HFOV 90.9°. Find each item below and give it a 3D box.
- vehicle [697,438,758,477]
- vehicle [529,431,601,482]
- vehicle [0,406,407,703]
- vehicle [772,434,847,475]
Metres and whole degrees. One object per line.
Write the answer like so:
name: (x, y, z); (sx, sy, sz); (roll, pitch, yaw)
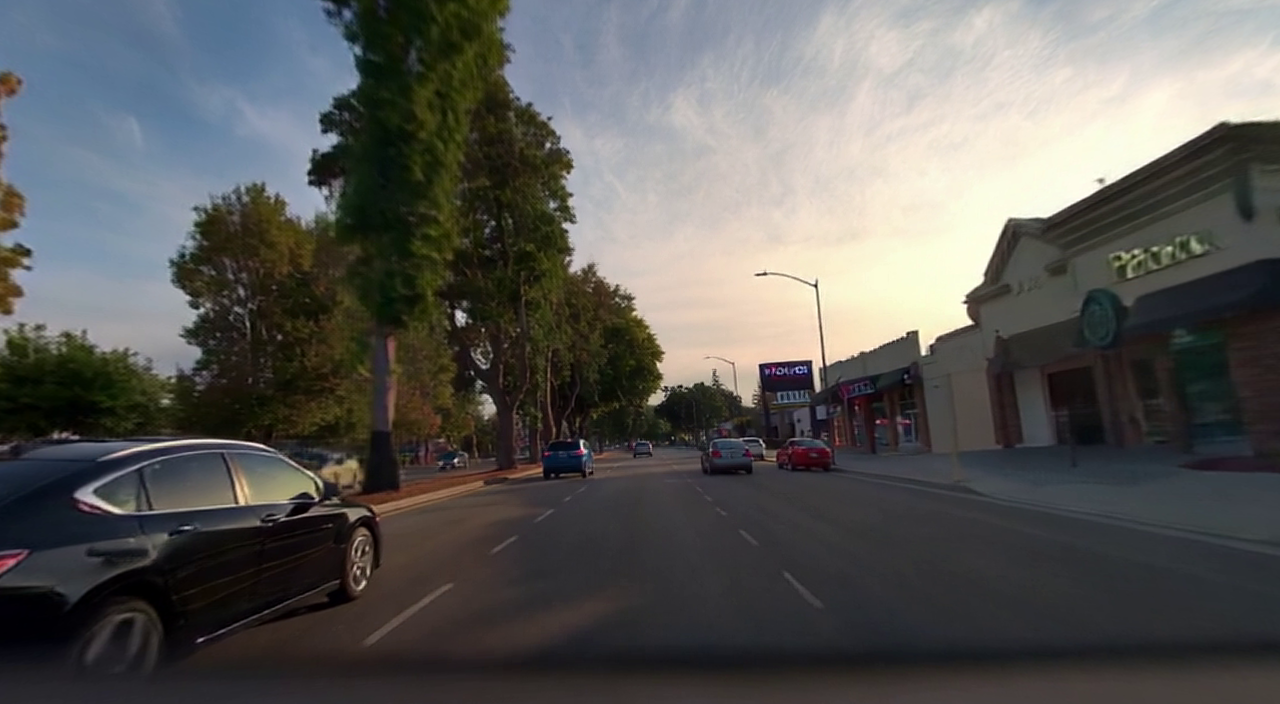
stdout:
vehicle: (3.557, 4.348, 26.288); (1.904, 1.490, 4.299); (0, -8, 0)
vehicle: (-2.779, 4.022, 24.584); (2.193, 1.788, 4.603); (0, -8, 1)
vehicle: (-3.256, 1.124, 3.559); (1.956, 1.460, 4.802); (0, -8, 1)
vehicle: (7.490, 4.590, 28.379); (2.089, 1.678, 4.725); (0, -8, 0)
